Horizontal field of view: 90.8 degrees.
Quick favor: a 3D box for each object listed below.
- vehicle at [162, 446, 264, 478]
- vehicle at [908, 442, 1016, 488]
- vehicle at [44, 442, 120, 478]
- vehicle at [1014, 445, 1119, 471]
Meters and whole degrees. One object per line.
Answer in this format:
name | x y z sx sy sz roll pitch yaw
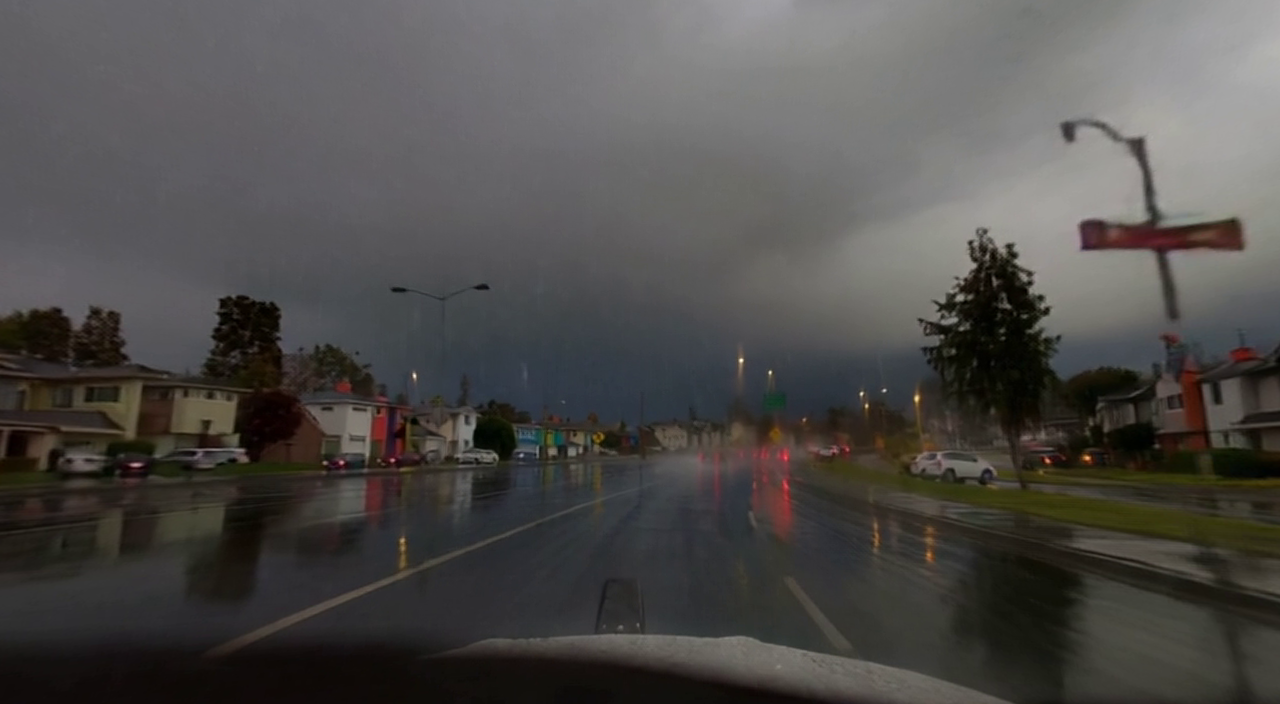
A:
vehicle | -26.007 6.704 38.731 2.013 1.792 4.950 -2 -9 14
vehicle | 12.209 4.434 24.360 1.988 1.487 4.479 -2 -13 3
vehicle | -32.476 6.273 36.721 4.799 1.651 2.268 -10 -7 35
vehicle | 25.312 6.289 37.616 4.669 1.517 1.993 -1 -9 6
